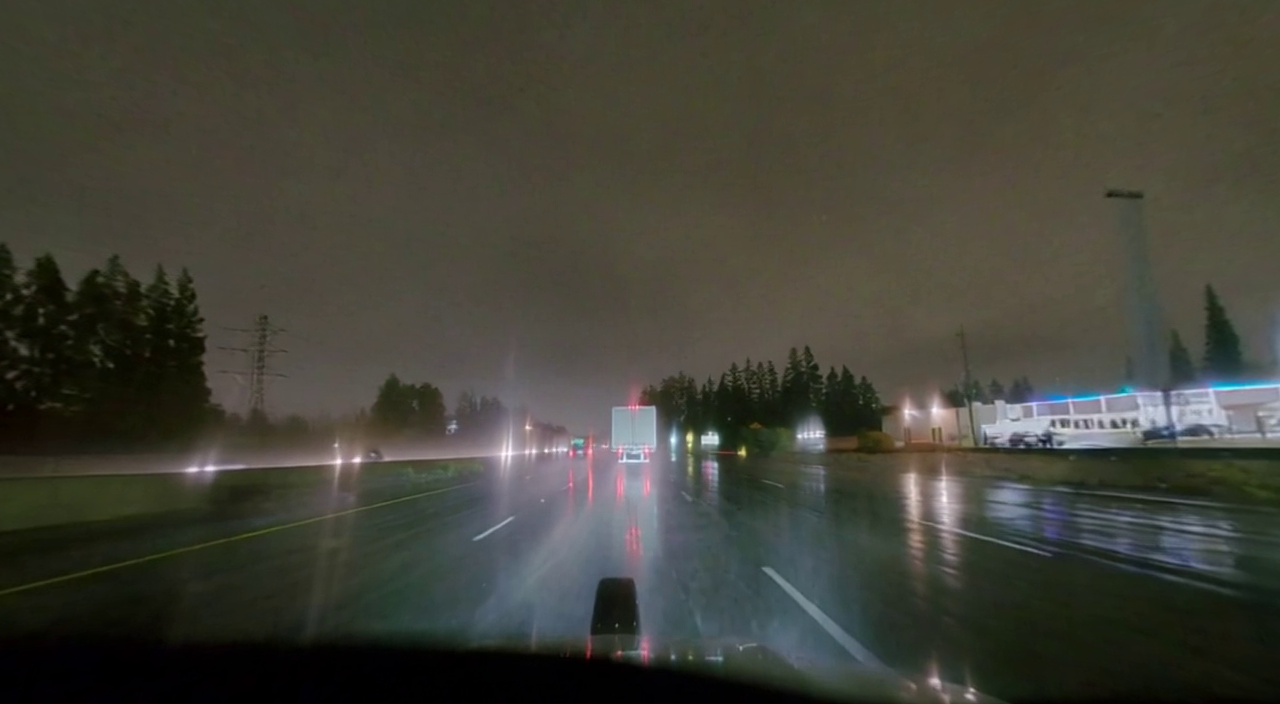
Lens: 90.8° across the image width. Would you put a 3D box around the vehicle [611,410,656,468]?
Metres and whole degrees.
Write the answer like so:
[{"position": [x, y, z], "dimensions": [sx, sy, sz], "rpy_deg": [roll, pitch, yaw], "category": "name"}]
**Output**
[{"position": [-0.369, 6.682, 48.095], "dimensions": [3.000, 3.786, 11.740], "rpy_deg": [0, -9, 1], "category": "vehicle"}]
